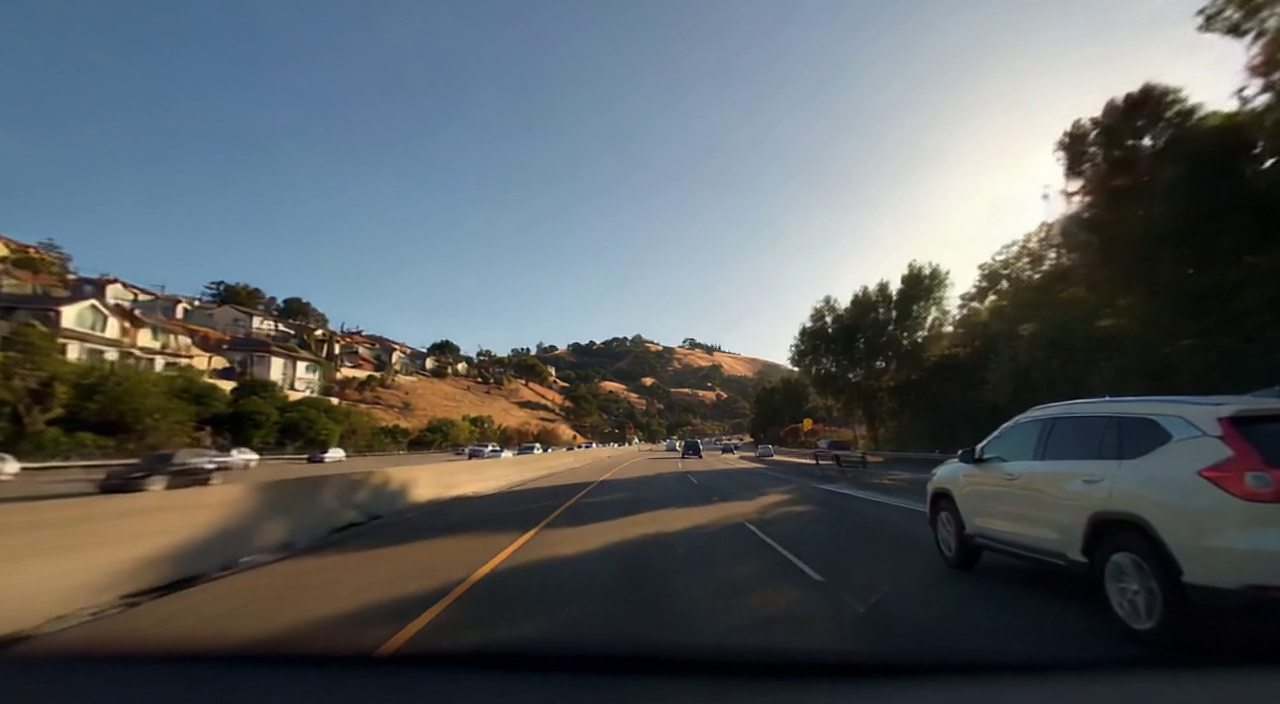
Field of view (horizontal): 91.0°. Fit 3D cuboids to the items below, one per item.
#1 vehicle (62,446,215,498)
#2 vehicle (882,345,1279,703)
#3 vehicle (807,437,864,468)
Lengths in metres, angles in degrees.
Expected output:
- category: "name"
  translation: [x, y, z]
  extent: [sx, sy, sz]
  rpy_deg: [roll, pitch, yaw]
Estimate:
- category: "vehicle"
  translation: [-19.570, 4.654, 24.929]
  extent: [2.015, 1.766, 4.837]
  rpy_deg: [-1, -8, 1]
- category: "vehicle"
  translation: [4.040, 1.156, 4.955]
  extent: [2.318, 1.766, 4.587]
  rpy_deg: [0, -8, -1]
- category: "vehicle"
  translation: [11.871, 6.129, 38.555]
  extent: [2.043, 1.714, 4.453]
  rpy_deg: [-1, -8, 0]
